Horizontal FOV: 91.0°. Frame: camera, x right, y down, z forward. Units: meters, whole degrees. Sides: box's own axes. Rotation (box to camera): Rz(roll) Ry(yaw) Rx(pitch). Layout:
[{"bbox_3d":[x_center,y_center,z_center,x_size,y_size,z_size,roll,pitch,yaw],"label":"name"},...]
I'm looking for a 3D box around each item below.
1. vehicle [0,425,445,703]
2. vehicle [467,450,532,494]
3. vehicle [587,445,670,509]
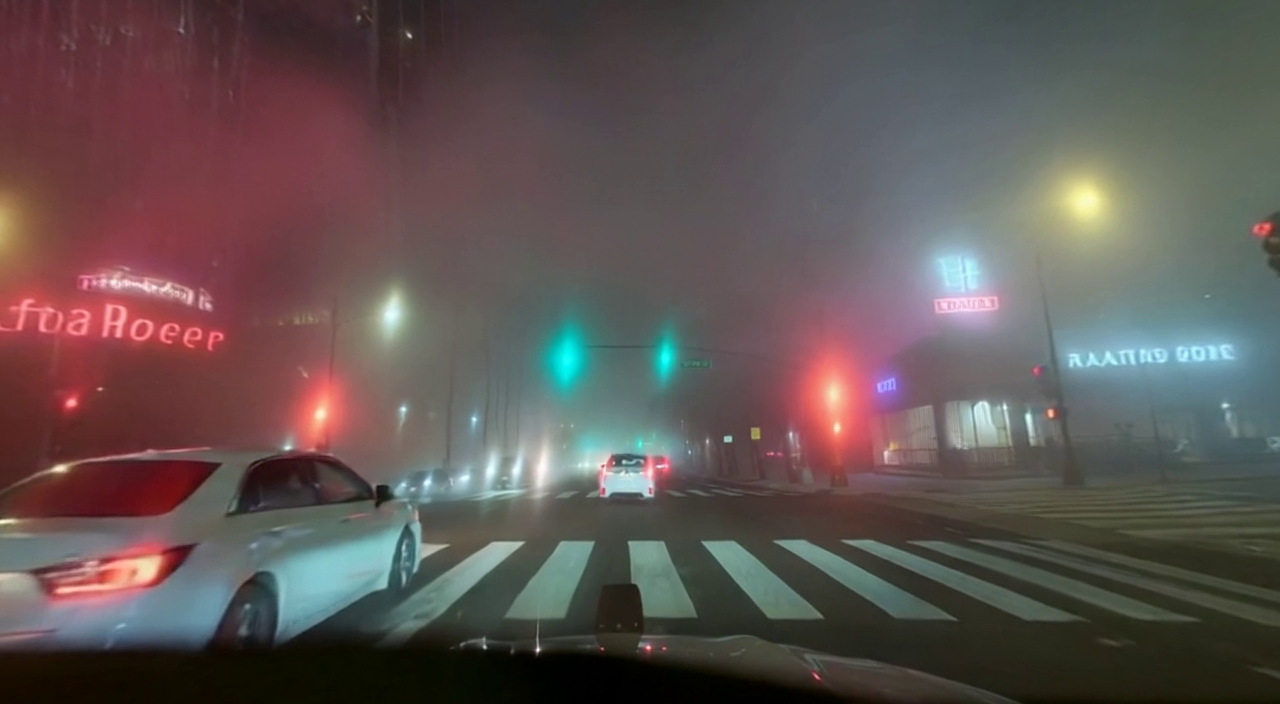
[{"bbox_3d":[-3.300,1.392,4.947,2.096,1.492,4.666,0,-8,-1],"label":"vehicle"},{"bbox_3d":[-6.718,5.753,30.582,2.070,1.893,4.738,0,-8,0],"label":"vehicle"},{"bbox_3d":[-0.316,3.554,18.425,2.145,1.632,3.972,0,-8,-1],"label":"vehicle"}]
